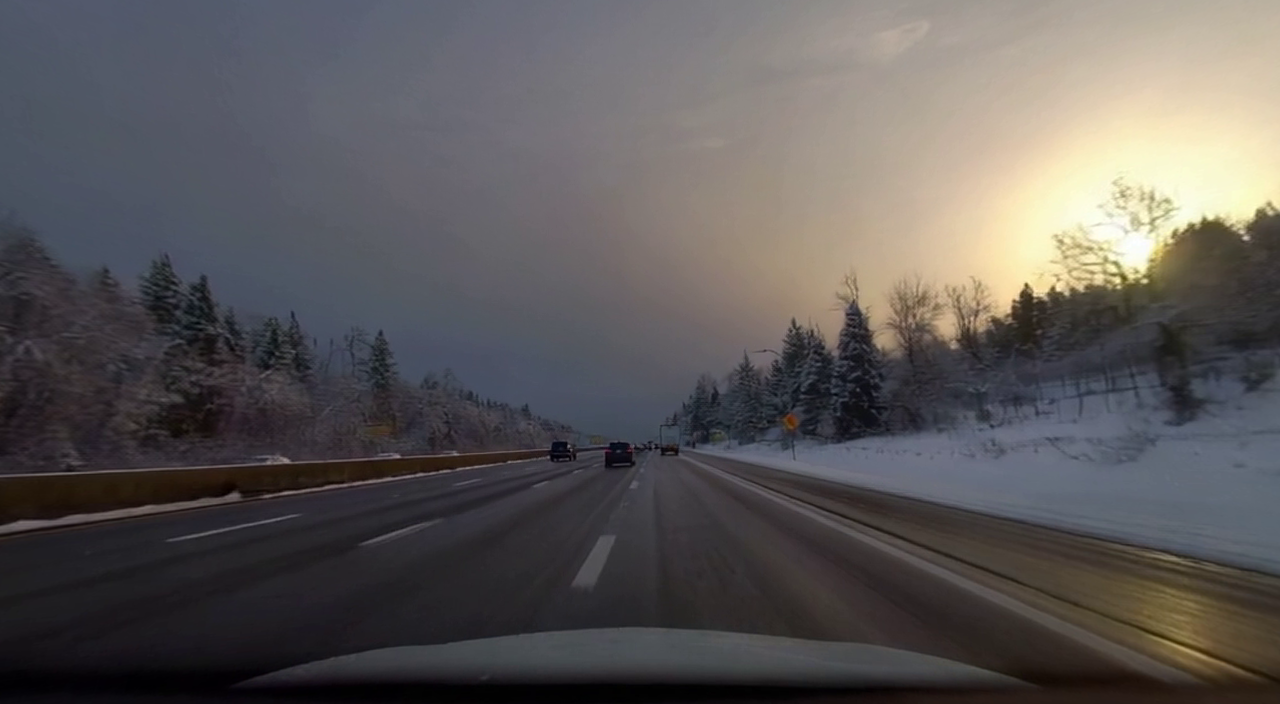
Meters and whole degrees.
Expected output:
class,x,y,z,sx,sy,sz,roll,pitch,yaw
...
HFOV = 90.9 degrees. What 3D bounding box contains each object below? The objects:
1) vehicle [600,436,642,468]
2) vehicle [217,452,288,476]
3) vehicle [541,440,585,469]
class,x,y,z,sx,sy,sz,roll,pitch,yaw
vehicle,-1.086,6.157,38.973,2.283,1.802,4.810,0,-9,2
vehicle,-26.500,7.660,43.336,1.946,1.489,4.422,0,-9,2
vehicle,-4.769,6.384,39.498,2.062,1.691,4.278,0,-9,2
